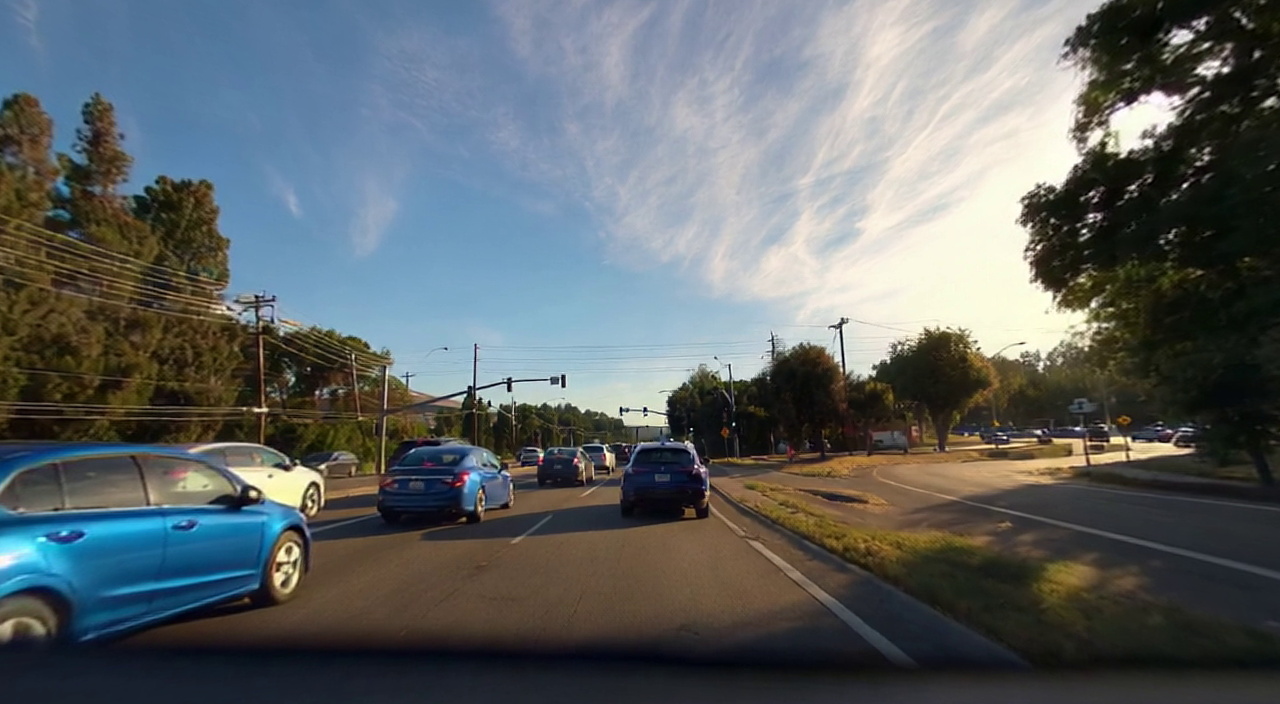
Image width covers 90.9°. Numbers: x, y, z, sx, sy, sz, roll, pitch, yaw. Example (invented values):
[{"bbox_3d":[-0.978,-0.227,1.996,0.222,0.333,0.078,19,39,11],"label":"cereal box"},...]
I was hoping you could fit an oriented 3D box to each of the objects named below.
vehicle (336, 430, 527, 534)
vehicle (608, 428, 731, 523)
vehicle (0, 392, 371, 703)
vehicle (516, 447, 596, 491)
[{"bbox_3d":[-3.717,2.404,12.270,2.018,1.621,4.441,-1,-9,2],"label":"vehicle"},{"bbox_3d":[0.597,2.537,13.396,2.205,1.691,3.937,-1,-9,2],"label":"vehicle"},{"bbox_3d":[-3.812,1.215,4.415,1.999,1.563,4.007,0,-9,1],"label":"vehicle"},{"bbox_3d":[-2.924,4.201,23.057,2.105,1.436,4.311,-1,-9,3],"label":"vehicle"}]
